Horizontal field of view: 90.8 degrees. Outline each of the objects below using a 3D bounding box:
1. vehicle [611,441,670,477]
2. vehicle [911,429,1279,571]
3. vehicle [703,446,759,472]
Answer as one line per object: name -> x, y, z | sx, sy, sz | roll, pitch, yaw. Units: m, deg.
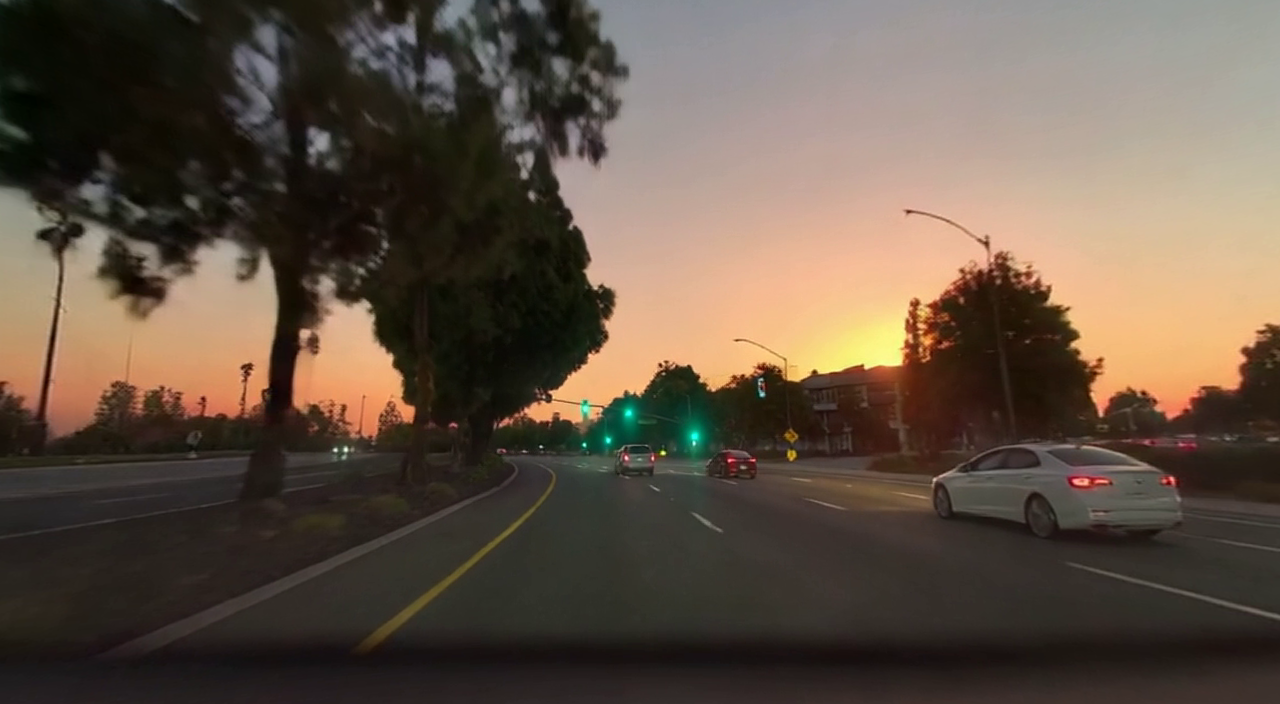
vehicle -> -0.068, 5.284, 31.573 | 2.122, 1.646, 4.525 | 2, -8, -10
vehicle -> 5.813, 1.883, 8.896 | 1.882, 1.476, 4.344 | 0, -8, -3
vehicle -> 5.543, 6.566, 39.008 | 1.940, 1.460, 4.652 | 2, -8, -11
